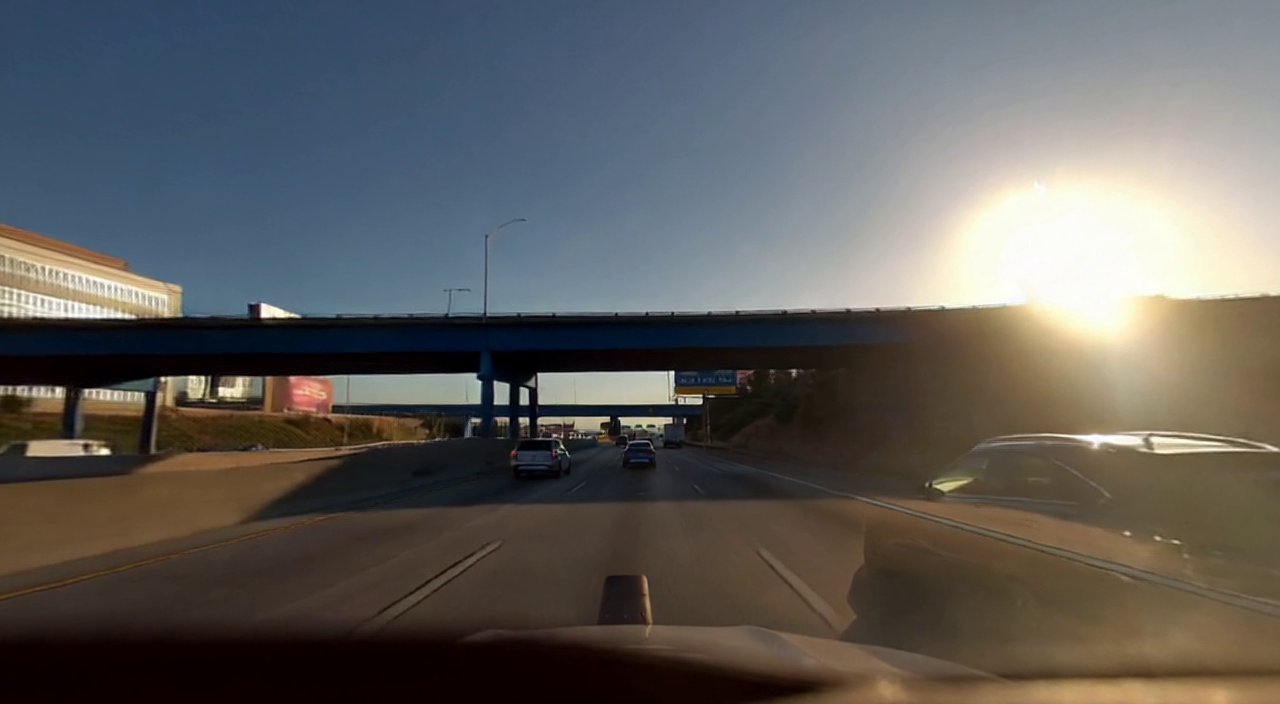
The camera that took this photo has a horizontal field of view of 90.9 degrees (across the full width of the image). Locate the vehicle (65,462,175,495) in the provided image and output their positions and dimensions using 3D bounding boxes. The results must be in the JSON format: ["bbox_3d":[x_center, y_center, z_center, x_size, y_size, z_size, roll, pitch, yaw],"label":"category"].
[{"bbox_3d":[-28.064,6.802,34.288,1.869,1.537,4.731,0,-8,1],"label":"vehicle"}]

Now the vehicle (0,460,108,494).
[{"bbox_3d":[-31.843,6.701,34.131,1.938,1.598,4.624,0,-8,1],"label":"vehicle"}]

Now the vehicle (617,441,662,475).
[{"bbox_3d":[0.001,4.718,28.238,1.877,1.386,3.872,0,-8,0],"label":"vehicle"}]

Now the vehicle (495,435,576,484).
[{"bbox_3d":[-3.665,3.870,22.941,2.064,1.589,4.213,0,-8,2],"label":"vehicle"}]
